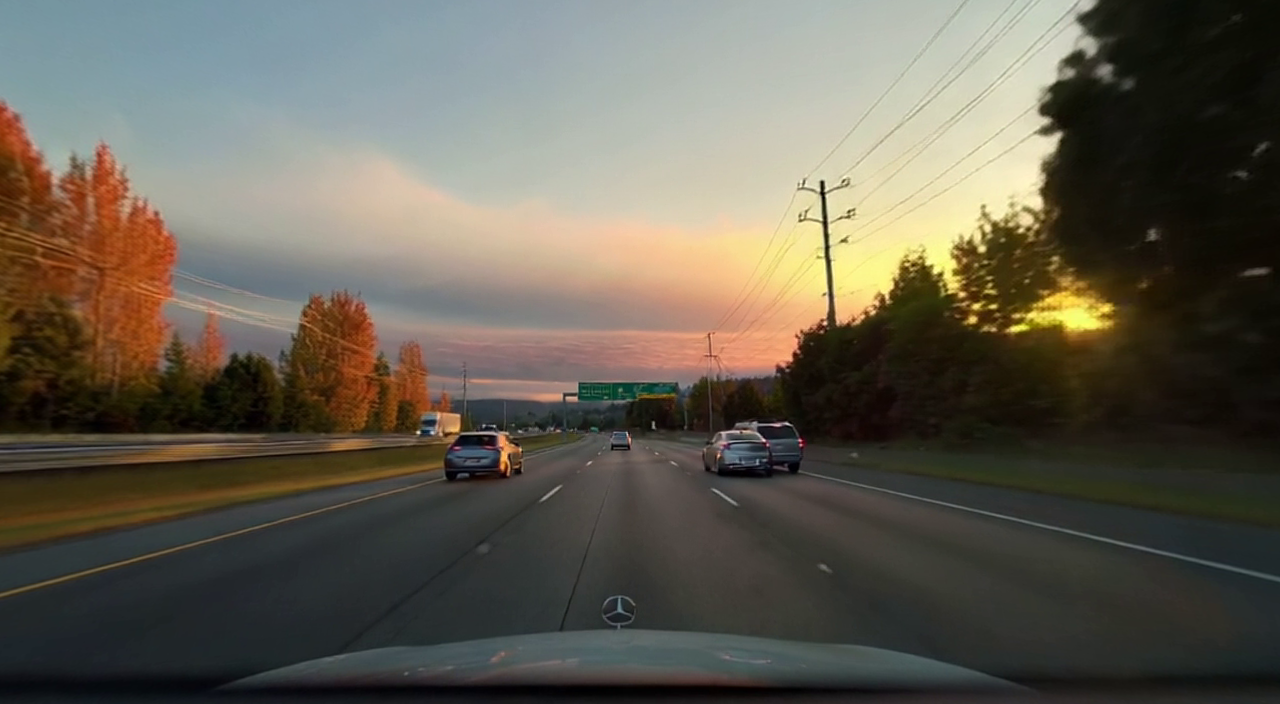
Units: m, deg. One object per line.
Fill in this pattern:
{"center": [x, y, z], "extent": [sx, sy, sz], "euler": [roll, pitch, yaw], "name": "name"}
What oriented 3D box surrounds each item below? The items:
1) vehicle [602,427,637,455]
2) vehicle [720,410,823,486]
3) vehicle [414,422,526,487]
{"center": [-1.323, 5.699, 40.504], "extent": [2.159, 1.690, 3.720], "euler": [0, -7, -3], "name": "vehicle"}
{"center": [3.550, 2.627, 17.651], "extent": [1.976, 1.905, 3.263], "euler": [0, -7, -3], "name": "vehicle"}
{"center": [-4.582, 2.808, 17.716], "extent": [2.100, 1.590, 4.077], "euler": [0, -7, -1], "name": "vehicle"}
